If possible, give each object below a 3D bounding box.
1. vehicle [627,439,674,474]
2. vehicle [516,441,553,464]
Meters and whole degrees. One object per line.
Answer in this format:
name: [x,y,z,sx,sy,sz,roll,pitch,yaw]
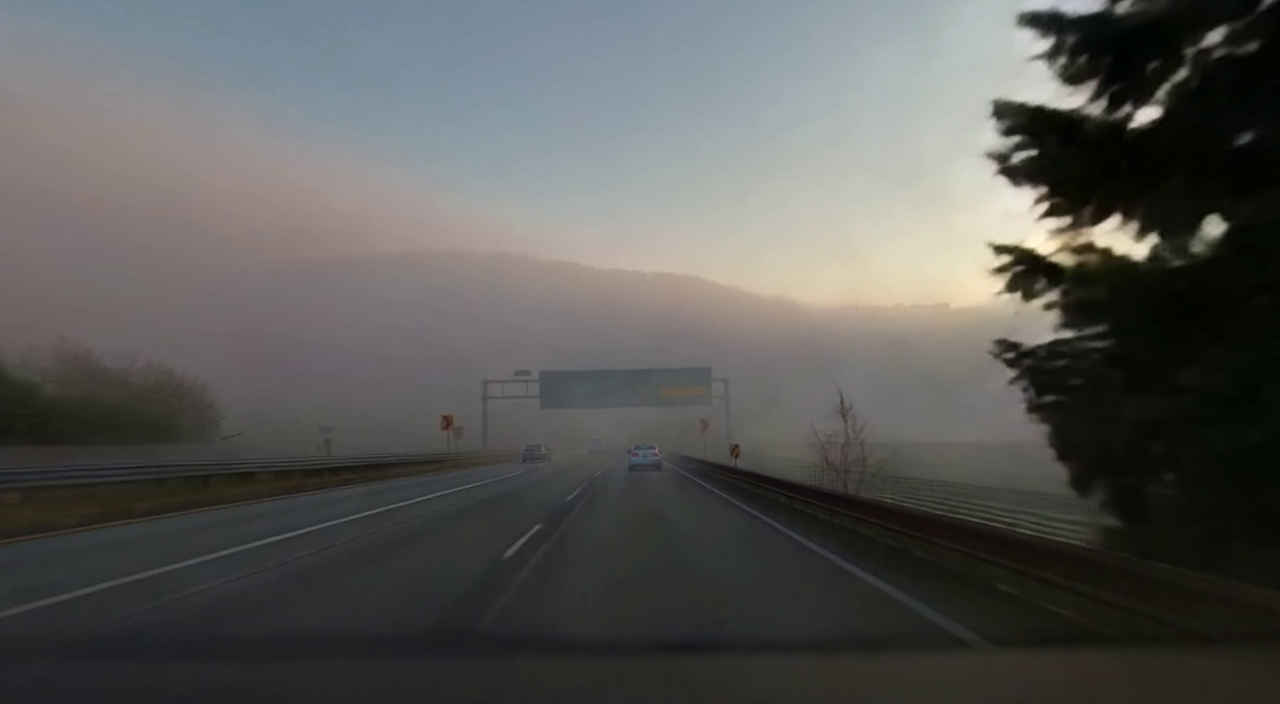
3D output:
vehicle: [0.395,4.860,29.518,2.019,1.475,4.301,0,-9,-1]
vehicle: [-7.128,6.848,42.894,1.955,1.468,3.637,0,-9,0]
